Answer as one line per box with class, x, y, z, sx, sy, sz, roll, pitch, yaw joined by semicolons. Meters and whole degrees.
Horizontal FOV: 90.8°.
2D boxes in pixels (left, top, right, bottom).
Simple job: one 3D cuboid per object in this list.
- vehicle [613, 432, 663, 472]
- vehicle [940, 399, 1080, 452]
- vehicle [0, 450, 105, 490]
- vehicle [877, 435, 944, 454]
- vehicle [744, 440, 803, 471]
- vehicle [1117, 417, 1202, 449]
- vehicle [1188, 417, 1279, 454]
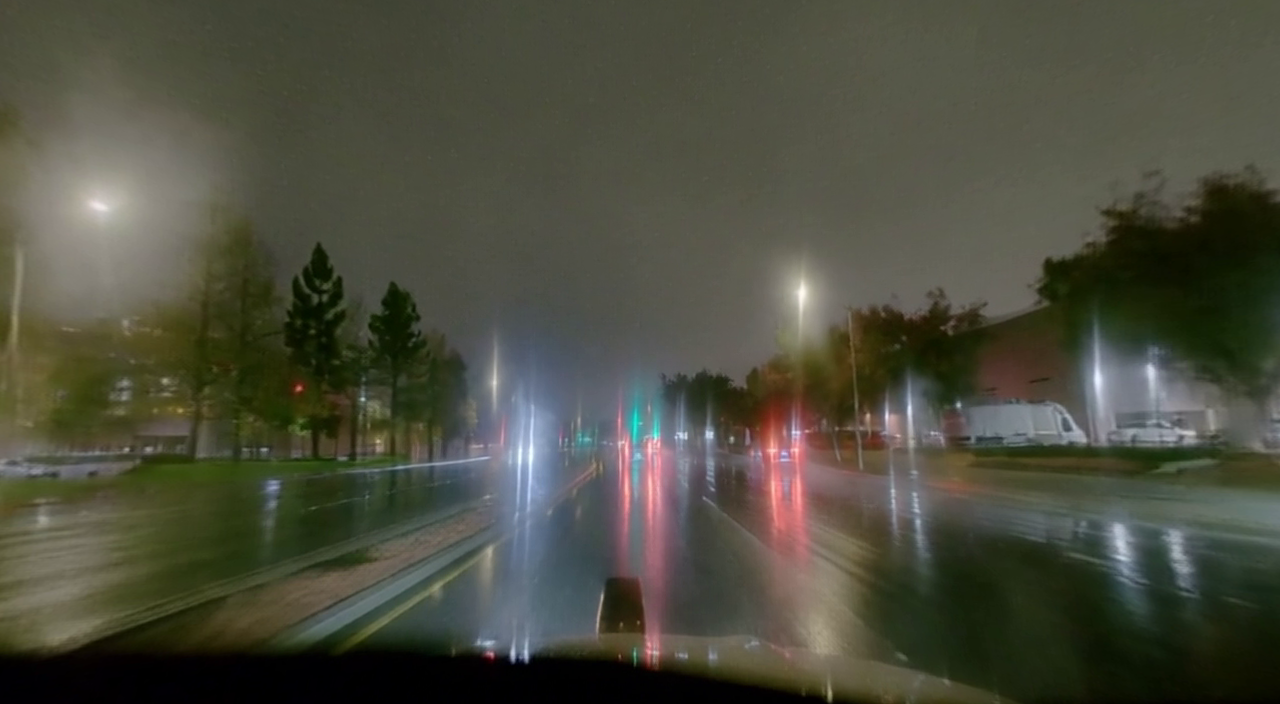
vehicle;-0.160;4.875;30.870;2.227;1.794;4.457;0;-8;-2
vehicle;23.977;4.812;41.202;7.258;3.283;2.680;0;-8;0
vehicle;-26.980;5.202;28.037;4.541;1.676;2.063;0;-8;0
vehicle;20.938;7.147;49.003;4.249;1.420;2.039;0;-8;-1
vehicle;7.004;5.477;33.652;2.029;1.548;4.422;0;-8;-2
vehicle;36.664;5.758;44.793;2.004;2.133;4.736;0;-8;2
vehicle;30.031;4.149;31.215;2.138;1.531;4.436;-3;-11;6
